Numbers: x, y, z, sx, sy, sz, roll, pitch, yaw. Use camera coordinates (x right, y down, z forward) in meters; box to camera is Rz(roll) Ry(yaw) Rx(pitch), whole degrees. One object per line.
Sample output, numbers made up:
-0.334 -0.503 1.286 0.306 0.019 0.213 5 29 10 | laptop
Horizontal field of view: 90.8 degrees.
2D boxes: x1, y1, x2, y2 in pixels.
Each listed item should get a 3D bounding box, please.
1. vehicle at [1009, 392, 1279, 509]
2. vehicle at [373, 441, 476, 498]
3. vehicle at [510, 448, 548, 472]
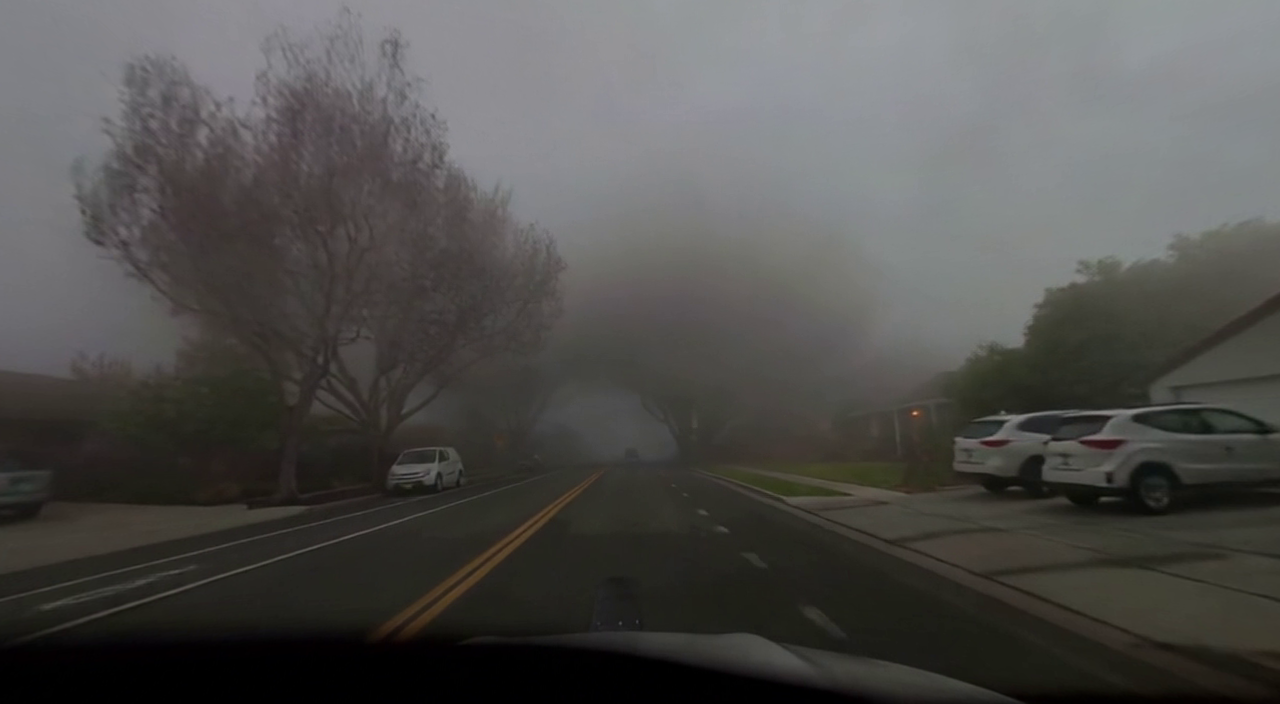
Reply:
8.929 1.589 10.296 4.535 1.697 1.968 0 -9 0 | vehicle
-7.821 4.266 23.460 2.122 1.739 4.770 -4 -8 0 | vehicle
-7.959 7.768 45.582 1.880 1.469 4.221 -4 -9 1 | vehicle
